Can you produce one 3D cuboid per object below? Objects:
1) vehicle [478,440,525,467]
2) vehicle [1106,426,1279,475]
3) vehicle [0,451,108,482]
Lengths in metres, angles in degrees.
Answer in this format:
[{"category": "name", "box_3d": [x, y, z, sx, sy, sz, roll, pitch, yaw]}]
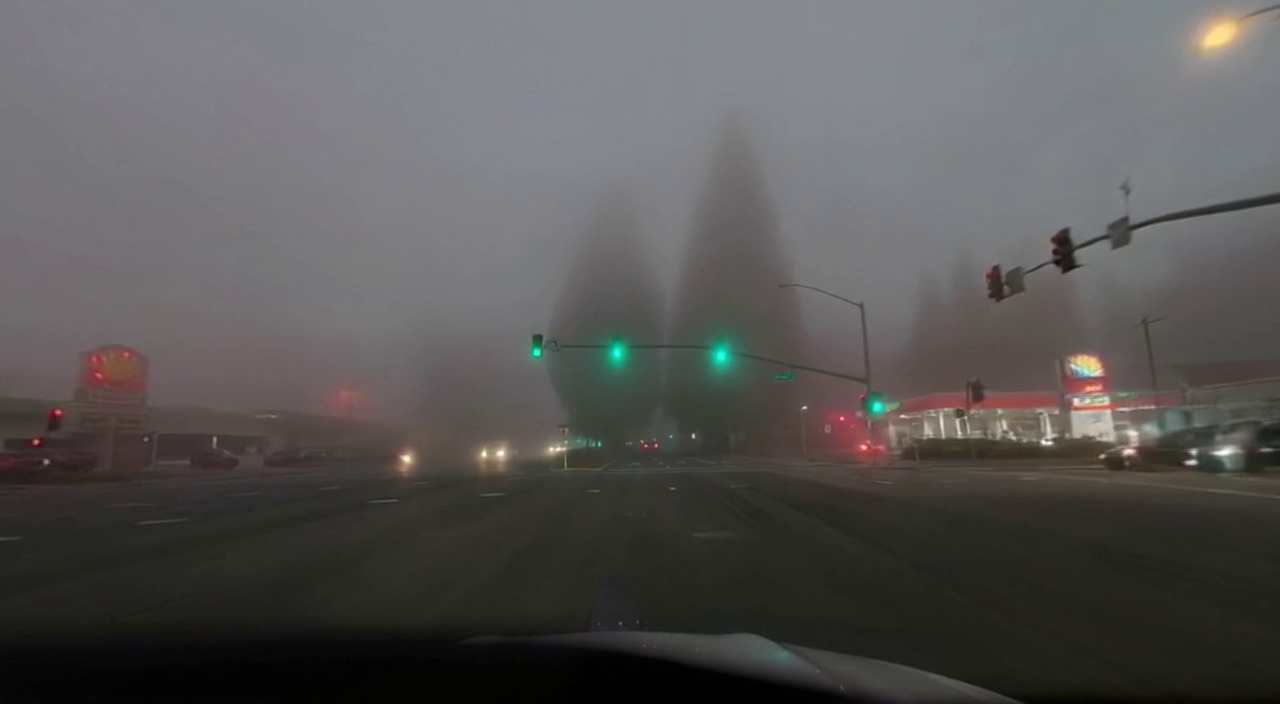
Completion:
[{"category": "vehicle", "box_3d": [-8.572, 6.318, 39.323, 1.913, 1.478, 4.312, -4, -9, 0]}, {"category": "vehicle", "box_3d": [18.329, 3.203, 20.619, 4.533, 1.485, 1.916, -3, -9, 19]}, {"category": "vehicle", "box_3d": [-38.898, 7.475, 41.496, 5.871, 1.874, 2.157, 7, -11, -39]}]
